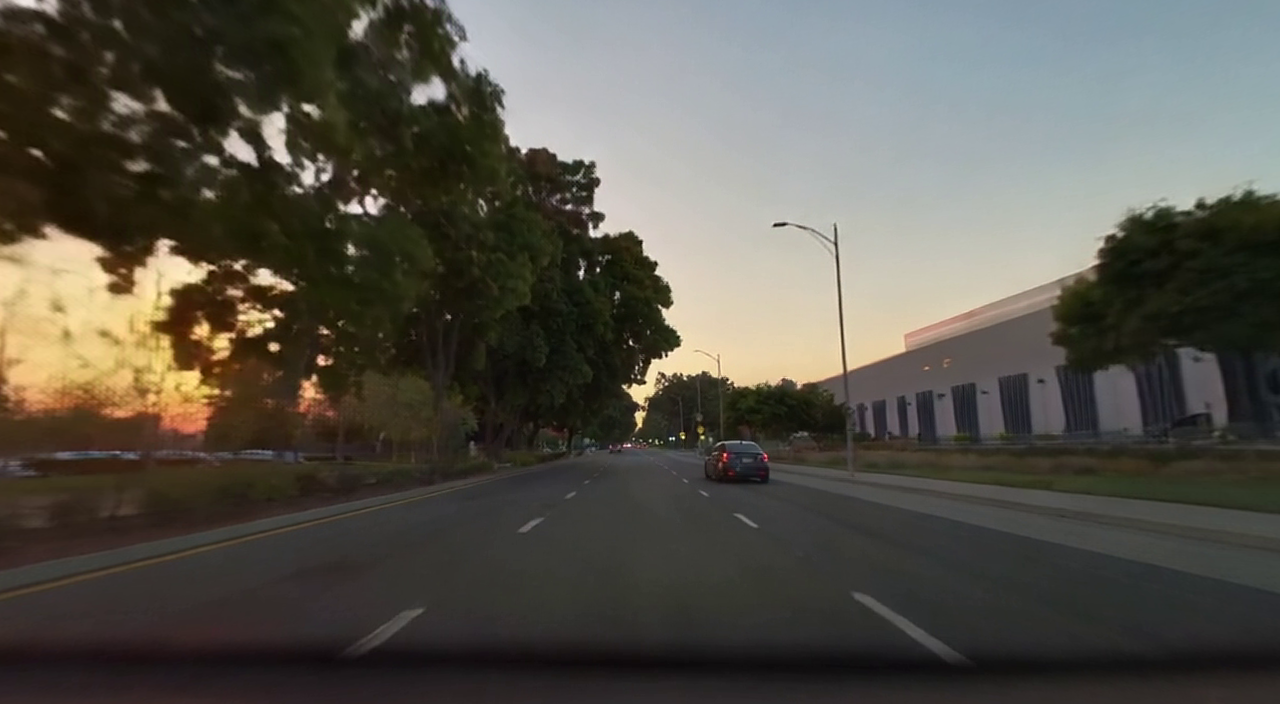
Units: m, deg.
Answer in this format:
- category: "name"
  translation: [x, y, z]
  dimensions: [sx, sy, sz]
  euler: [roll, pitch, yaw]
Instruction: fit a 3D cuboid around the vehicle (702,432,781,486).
- category: "vehicle"
  translation: [3.529, 3.820, 22.851]
  dimensions: [2.083, 1.743, 4.354]
  euler: [0, -8, -1]
